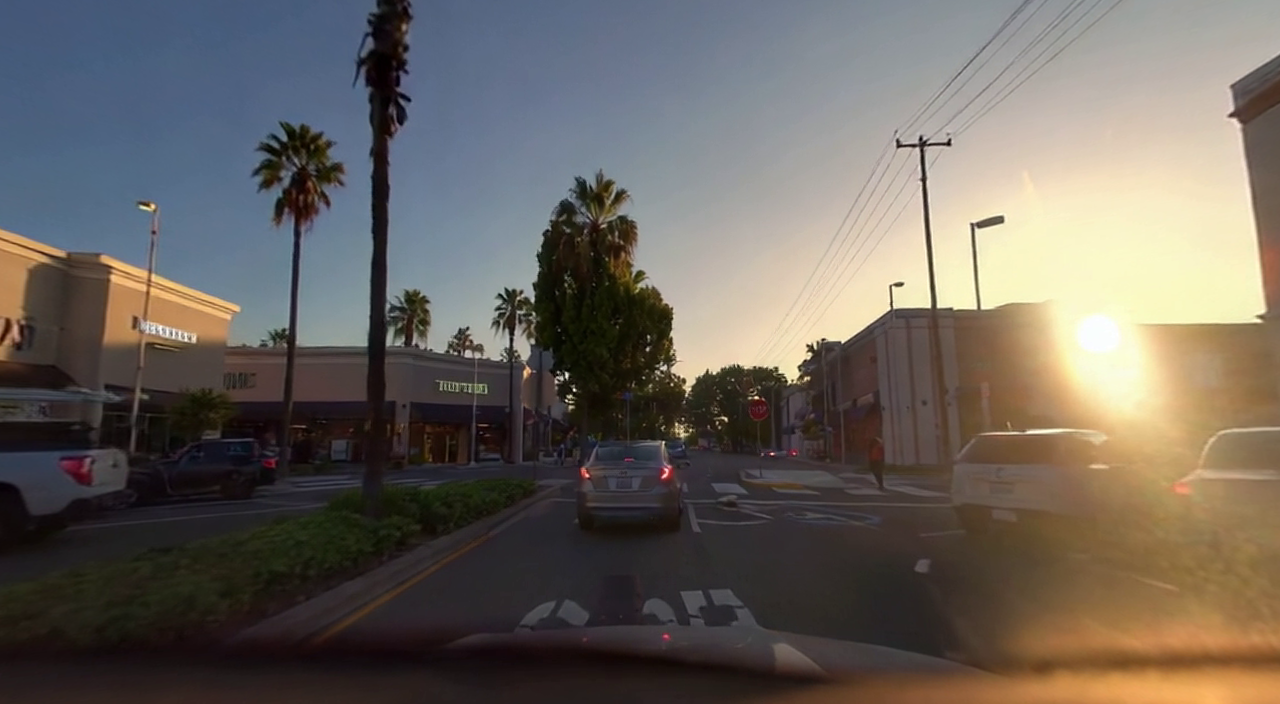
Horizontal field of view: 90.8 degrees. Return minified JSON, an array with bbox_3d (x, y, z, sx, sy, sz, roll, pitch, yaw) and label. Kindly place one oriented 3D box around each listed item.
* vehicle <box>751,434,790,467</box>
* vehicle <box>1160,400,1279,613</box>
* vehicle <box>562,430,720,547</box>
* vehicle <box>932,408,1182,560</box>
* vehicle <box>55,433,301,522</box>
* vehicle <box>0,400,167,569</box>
[{"bbox_3d":[10.216,7.667,49.388,2.467,2.369,1.577,3,-8,-37],"label":"vehicle"},{"bbox_3d":[6.517,1.301,5.759,3.754,1.592,1.939,7,-11,-40],"label":"vehicle"},{"bbox_3d":[0.148,2.047,10.139,2.031,1.479,3.969,-1,-8,4],"label":"vehicle"},{"bbox_3d":[6.255,1.780,9.248,4.623,1.650,1.937,8,-12,-43],"label":"vehicle"},{"bbox_3d":[-10.609,2.812,14.719,4.223,1.731,2.089,8,-12,-44],"label":"vehicle"},{"bbox_3d":[-10.170,1.590,7.474,6.873,2.051,2.823,7,-10,-44],"label":"vehicle"}]
